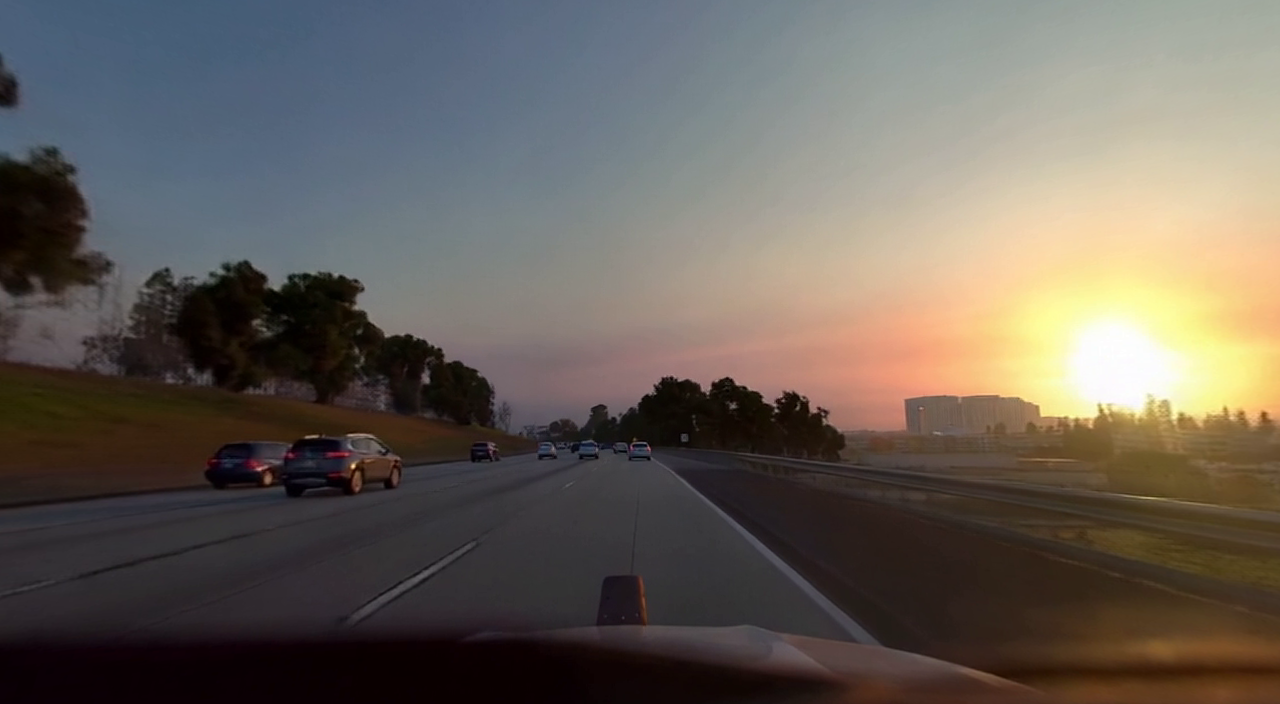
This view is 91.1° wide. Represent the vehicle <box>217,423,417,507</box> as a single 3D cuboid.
[{"bbox_3d":[-7.577,2.706,15.537,2.238,1.712,5.000,0,-8,1],"label":"vehicle"}]

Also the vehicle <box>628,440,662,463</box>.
[{"bbox_3d":[0.283,6.697,42.305,2.060,1.465,3.974,0,-8,-2],"label":"vehicle"}]

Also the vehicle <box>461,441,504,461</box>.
[{"bbox_3d":[-11.984,7.565,48.082,2.056,1.489,4.852,0,-8,-1],"label":"vehicle"}]
